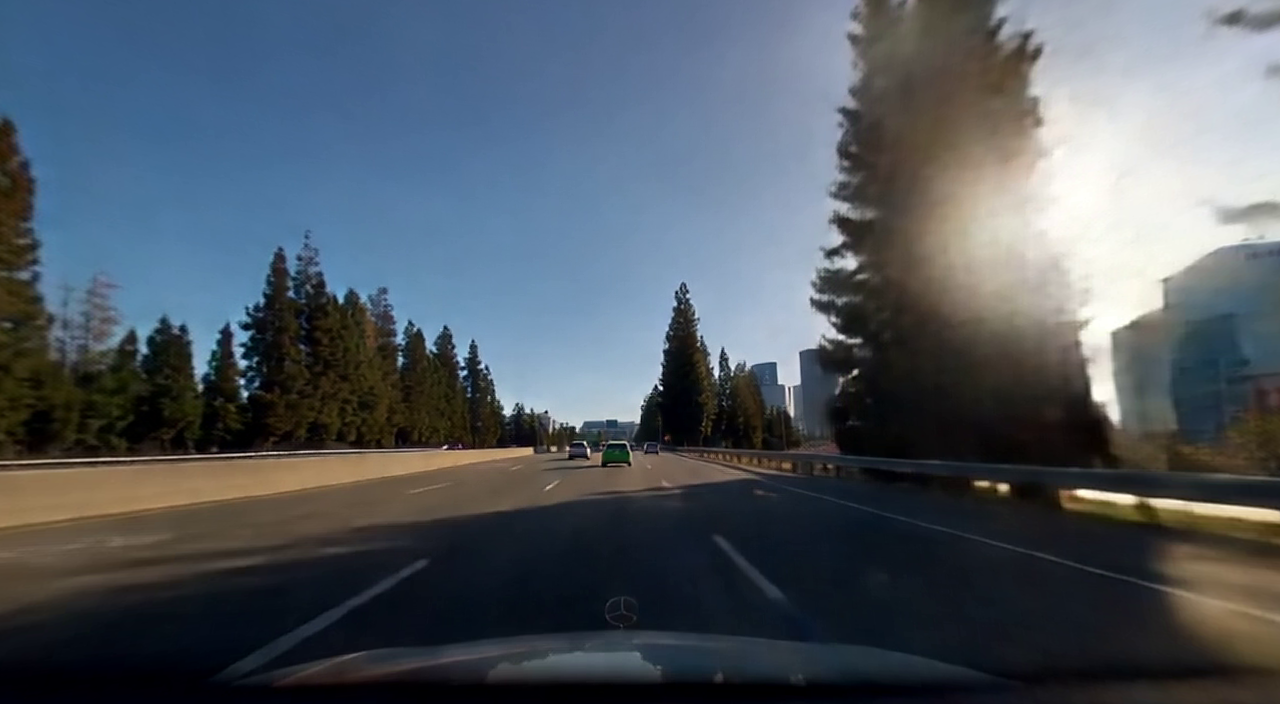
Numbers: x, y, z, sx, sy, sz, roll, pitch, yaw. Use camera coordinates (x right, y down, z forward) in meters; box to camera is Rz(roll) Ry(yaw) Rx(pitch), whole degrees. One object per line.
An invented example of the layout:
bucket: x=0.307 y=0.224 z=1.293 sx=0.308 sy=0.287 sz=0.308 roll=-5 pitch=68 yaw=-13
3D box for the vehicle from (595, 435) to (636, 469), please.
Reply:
vehicle: x=-1.423 y=5.911 z=37.349 sx=2.302 sy=1.810 sz=4.707 roll=0 pitch=-9 yaw=-2
